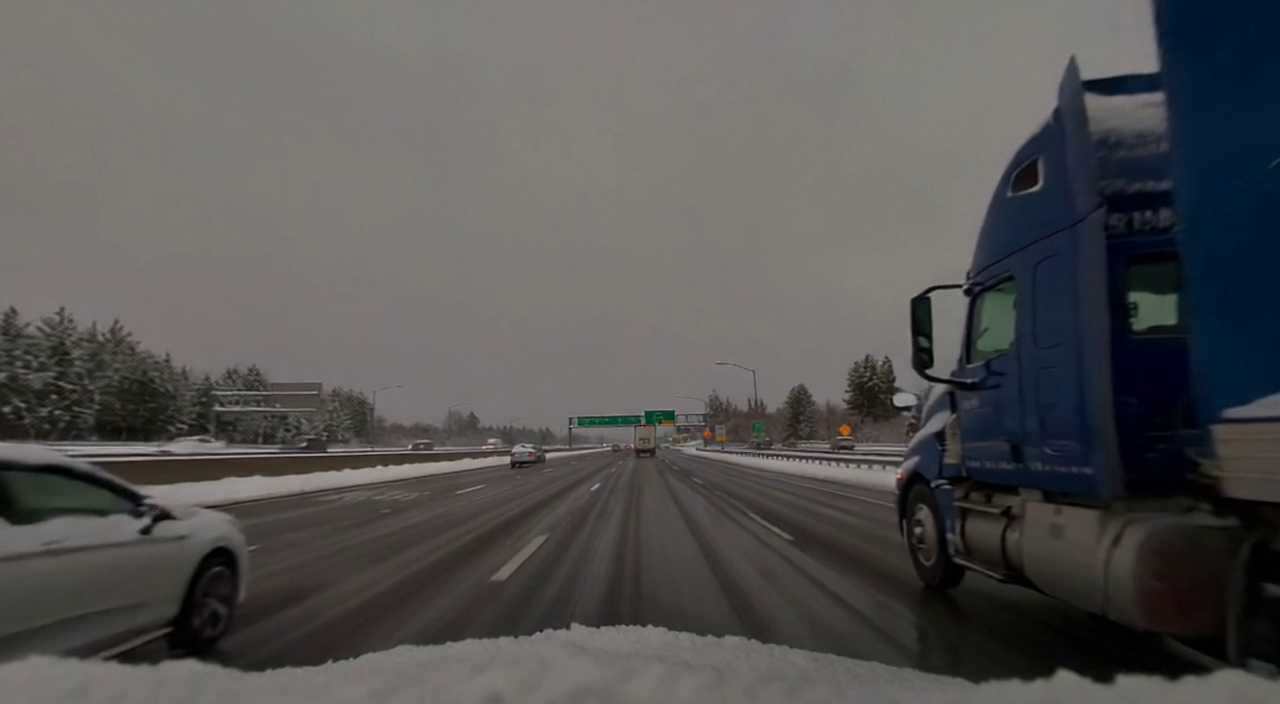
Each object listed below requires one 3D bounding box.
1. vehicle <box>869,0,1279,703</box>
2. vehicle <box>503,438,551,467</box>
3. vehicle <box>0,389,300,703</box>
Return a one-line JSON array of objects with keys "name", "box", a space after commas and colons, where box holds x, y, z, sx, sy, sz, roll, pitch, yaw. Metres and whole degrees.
[{"name": "vehicle", "box": [3.827, -0.380, 0.898, 3.049, 3.395, 10.595, 0, -8, 0]}, {"name": "vehicle", "box": [-6.763, 6.069, 38.056, 1.980, 1.666, 4.562, 0, -8, 1]}, {"name": "vehicle", "box": [-3.637, 0.861, 2.149, 2.143, 1.529, 4.918, 0, -8, 1]}]
